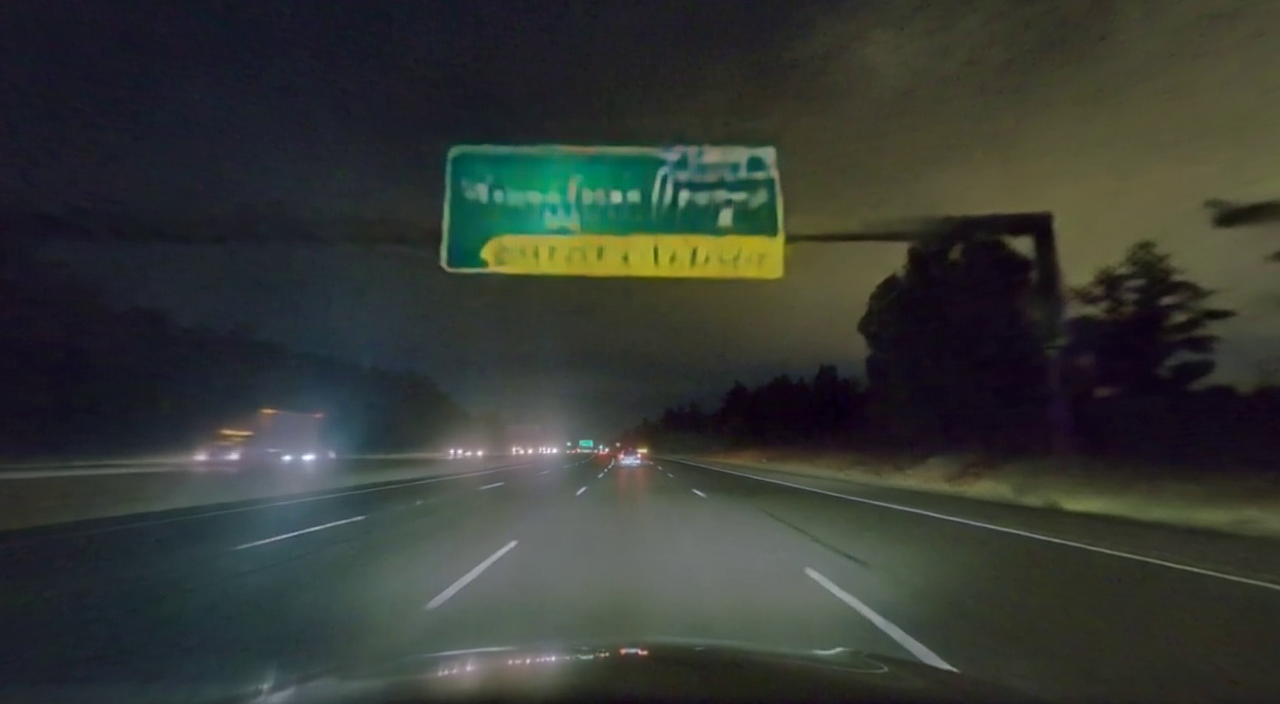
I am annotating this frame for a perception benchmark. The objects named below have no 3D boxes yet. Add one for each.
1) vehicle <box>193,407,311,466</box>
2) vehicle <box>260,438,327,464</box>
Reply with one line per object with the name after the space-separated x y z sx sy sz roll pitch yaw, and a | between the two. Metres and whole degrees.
-24.886 5.555 41.065 2.606 3.427 7.794 0 -9 0 | vehicle
-20.904 5.993 38.241 1.798 1.472 4.018 0 -9 0 | vehicle
